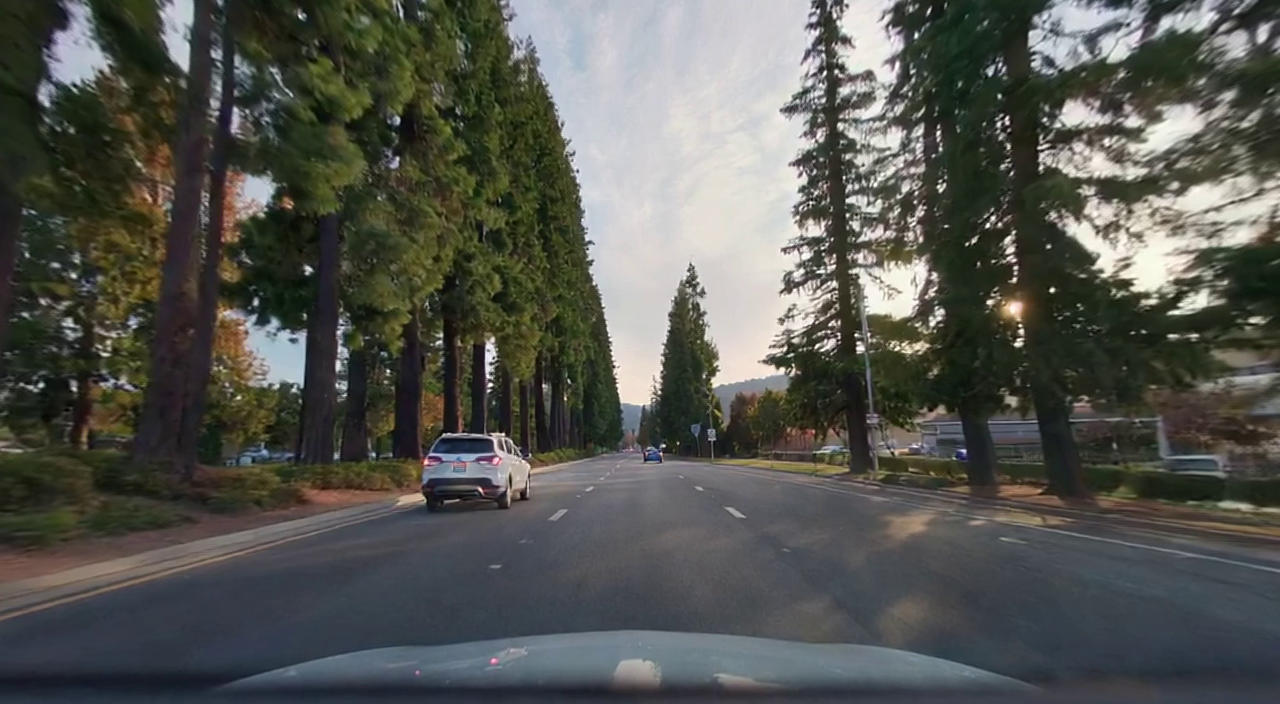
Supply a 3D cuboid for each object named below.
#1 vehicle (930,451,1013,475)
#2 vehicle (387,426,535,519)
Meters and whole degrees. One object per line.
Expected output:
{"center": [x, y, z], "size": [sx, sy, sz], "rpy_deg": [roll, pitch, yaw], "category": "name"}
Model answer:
{"center": [20.855, 6.994, 39.878], "size": [4.145, 1.418, 1.988], "rpy_deg": [-1, -8, 8], "category": "vehicle"}
{"center": [-3.772, 2.614, 14.253], "size": [2.078, 1.748, 4.279], "rpy_deg": [0, -8, 0], "category": "vehicle"}
